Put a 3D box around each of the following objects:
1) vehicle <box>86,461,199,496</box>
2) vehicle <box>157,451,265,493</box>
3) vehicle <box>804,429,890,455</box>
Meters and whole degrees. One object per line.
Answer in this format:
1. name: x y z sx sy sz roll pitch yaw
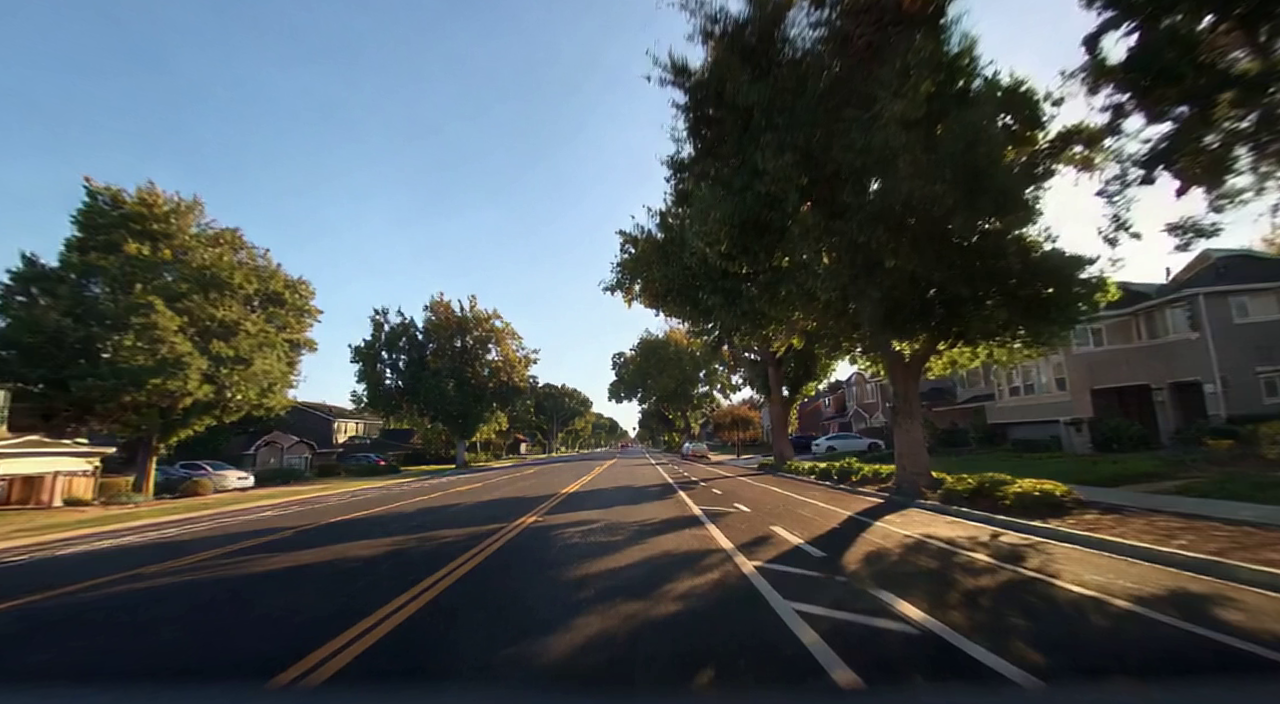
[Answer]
1. vehicle: -23.940 6.082 30.639 2.020 1.477 4.332 1 -9 -2
2. vehicle: -21.022 5.874 31.268 2.128 1.839 4.830 1 -9 -4
3. vehicle: 13.159 5.736 40.363 4.710 1.612 1.999 0 -8 -2
